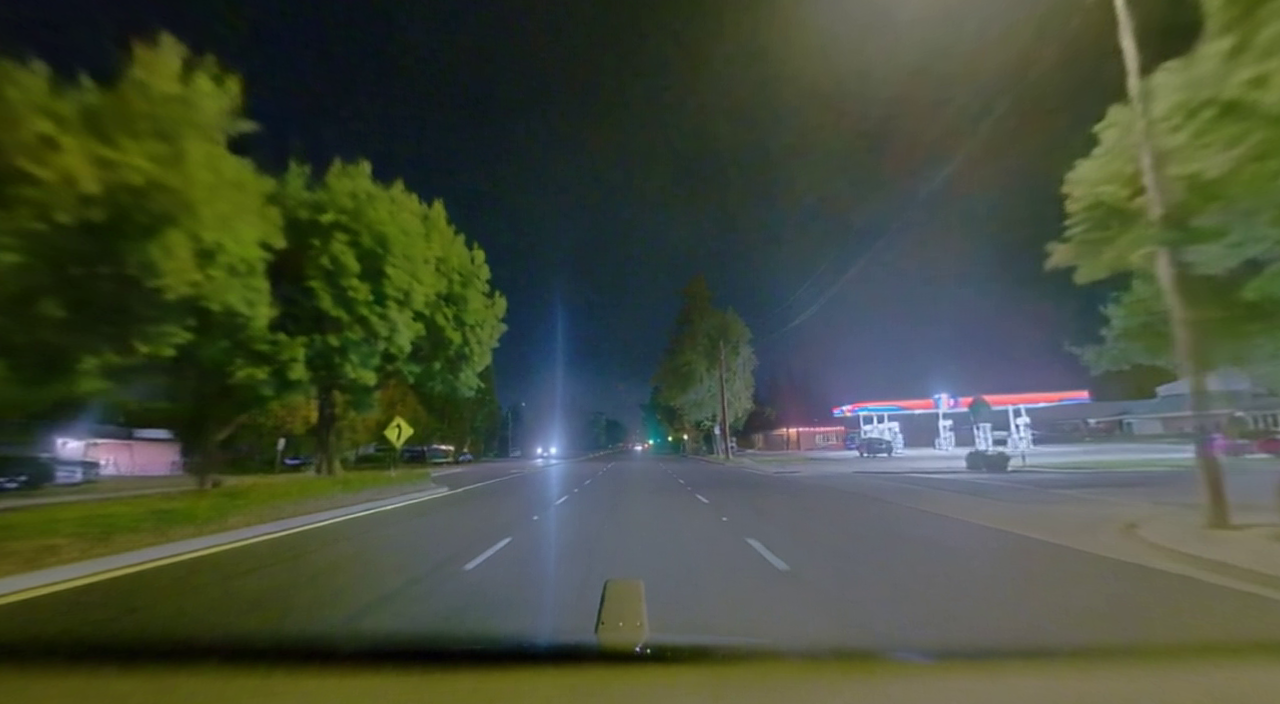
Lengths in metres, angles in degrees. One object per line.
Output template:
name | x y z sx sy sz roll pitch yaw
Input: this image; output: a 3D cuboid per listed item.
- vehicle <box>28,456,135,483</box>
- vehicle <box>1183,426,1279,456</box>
vehicle | -31.272 6.563 35.460 4.287 1.432 1.794 0 -8 0
vehicle | 31.202 4.586 32.542 4.549 1.476 1.952 -1 -8 2
